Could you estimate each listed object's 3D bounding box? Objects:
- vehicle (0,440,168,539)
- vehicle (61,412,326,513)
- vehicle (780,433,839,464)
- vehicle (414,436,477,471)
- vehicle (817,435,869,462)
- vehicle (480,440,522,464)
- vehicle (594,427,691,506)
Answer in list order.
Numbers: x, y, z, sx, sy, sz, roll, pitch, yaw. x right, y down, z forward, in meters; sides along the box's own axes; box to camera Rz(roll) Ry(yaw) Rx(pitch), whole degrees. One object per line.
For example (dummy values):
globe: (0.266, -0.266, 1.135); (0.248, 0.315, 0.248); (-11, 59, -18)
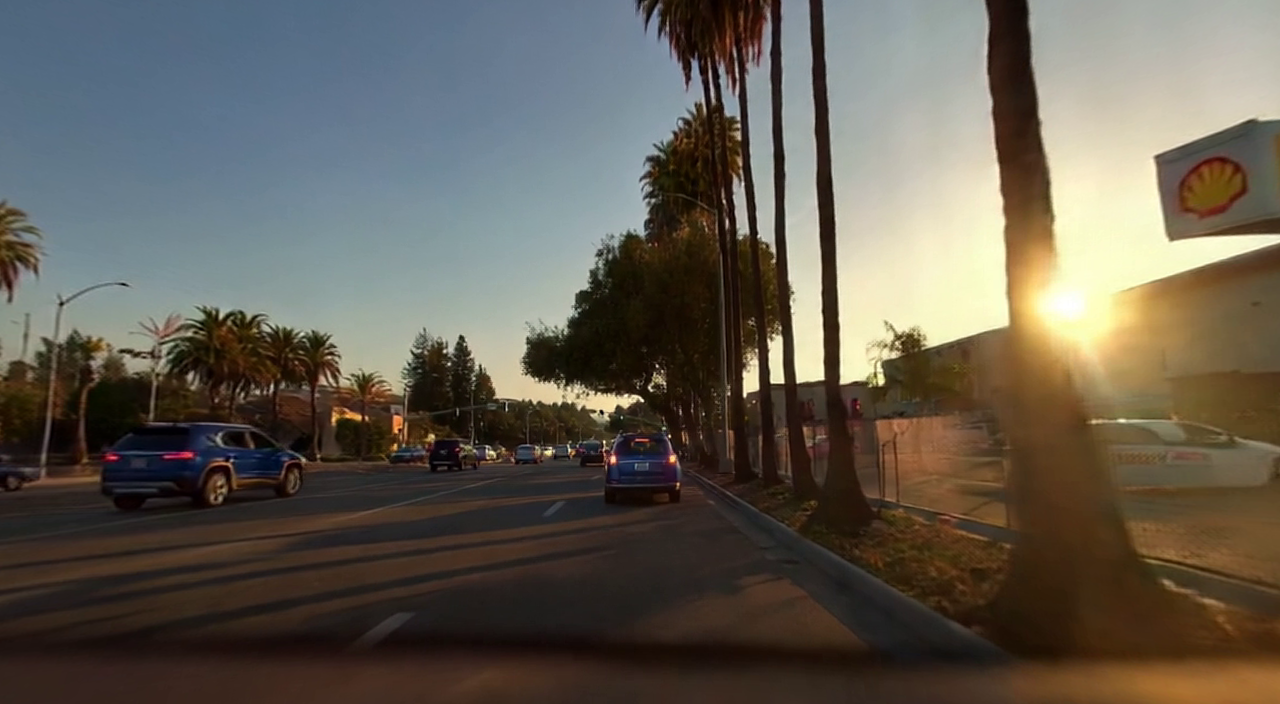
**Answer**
vehicle: (-10.005, 2.146, 10.191); (1.924, 1.384, 3.426); (0, -8, 1)
vehicle: (-9.959, 2.530, 14.822); (2.269, 1.934, 5.350); (0, -8, 0)
vehicle: (8.268, 4.665, 30.409); (1.837, 1.416, 3.947); (-4, -10, 28)
vehicle: (-10.562, 5.545, 34.417); (1.965, 1.743, 4.327); (0, -8, 1)
vehicle: (12.066, 5.746, 37.571); (1.681, 1.503, 3.781); (0, -8, -3)
vehicle: (-10.471, 7.570, 47.726); (1.998, 1.731, 4.952); (0, -8, 0)
vehicle: (0.092, 2.797, 15.752); (2.121, 1.710, 3.893); (0, -8, 1)
